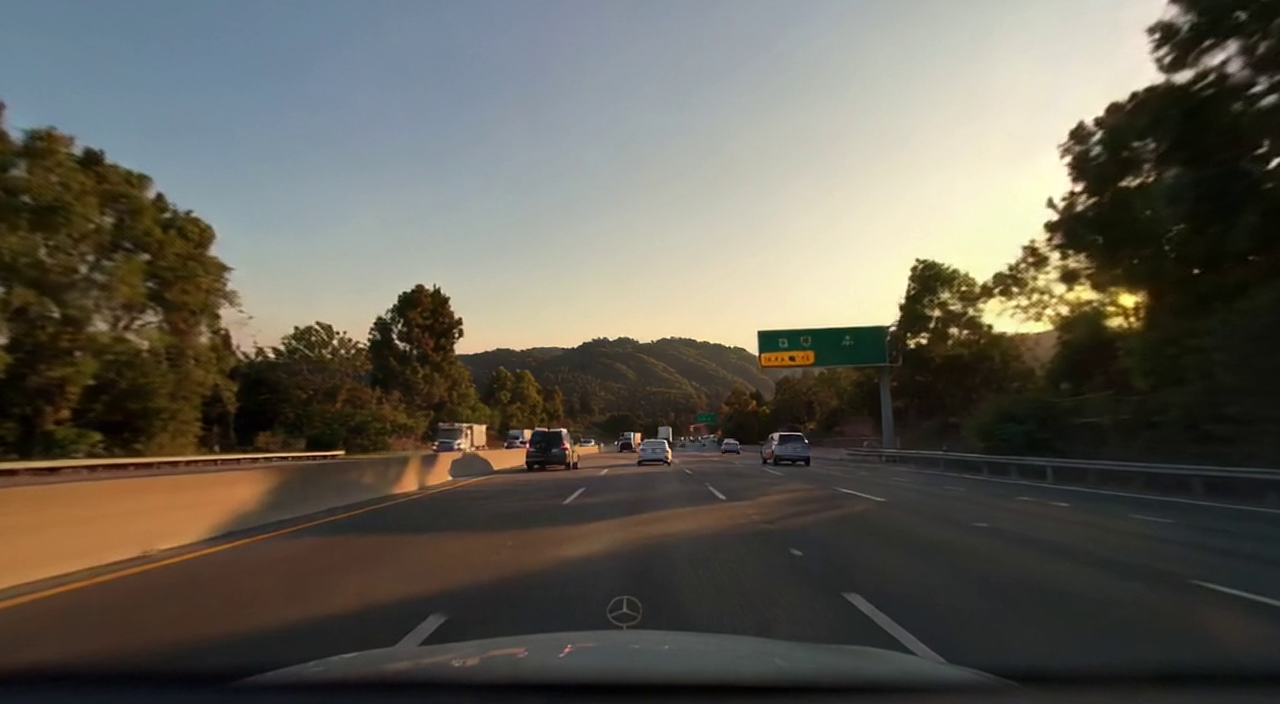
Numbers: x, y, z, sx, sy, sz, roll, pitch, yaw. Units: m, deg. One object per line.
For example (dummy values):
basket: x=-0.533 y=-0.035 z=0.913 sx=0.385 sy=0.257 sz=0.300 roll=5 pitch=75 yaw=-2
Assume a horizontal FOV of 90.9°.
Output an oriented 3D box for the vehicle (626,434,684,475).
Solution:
vehicle: x=0.550 y=4.001 z=24.817 sx=2.071 sy=1.464 sz=4.162 roll=0 pitch=-8 yaw=1

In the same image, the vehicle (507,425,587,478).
vehicle: x=-3.230 y=3.575 z=22.826 sx=2.140 sy=1.720 sz=4.410 roll=0 pitch=-8 yaw=1

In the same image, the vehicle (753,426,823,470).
vehicle: x=6.960 y=4.593 z=30.308 sx=2.094 sy=1.916 sz=5.099 roll=0 pitch=-8 yaw=0
